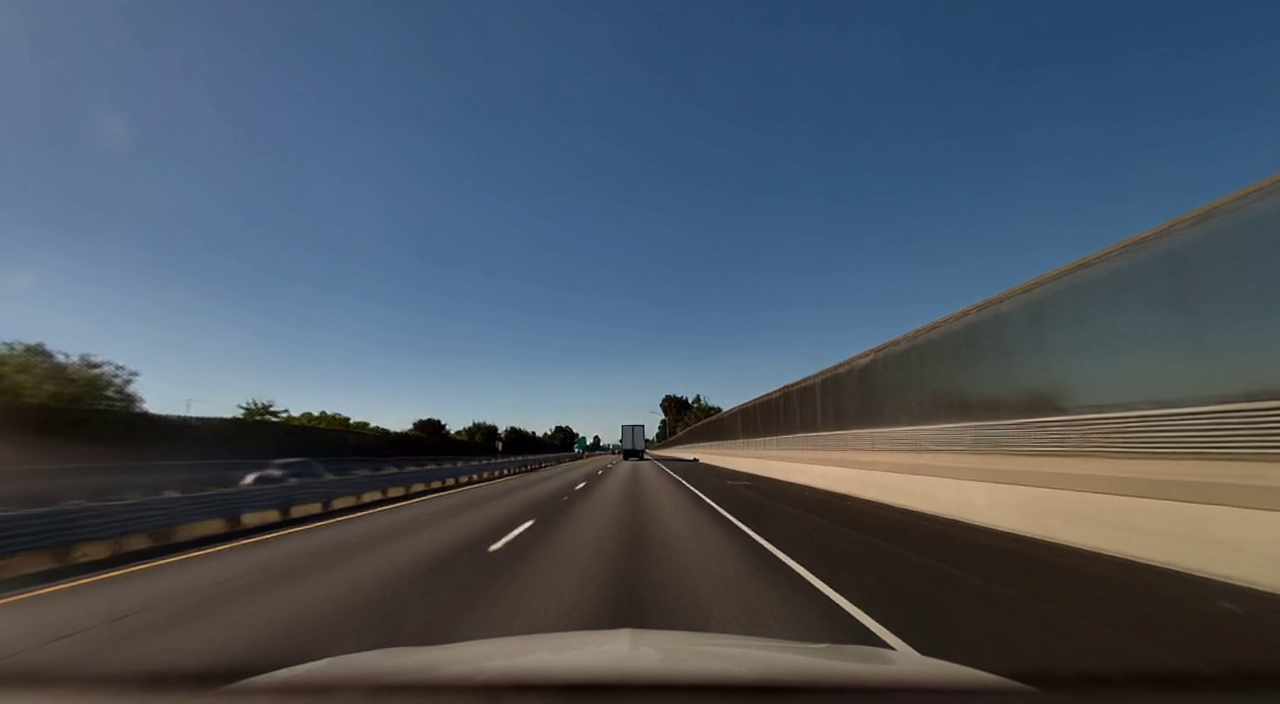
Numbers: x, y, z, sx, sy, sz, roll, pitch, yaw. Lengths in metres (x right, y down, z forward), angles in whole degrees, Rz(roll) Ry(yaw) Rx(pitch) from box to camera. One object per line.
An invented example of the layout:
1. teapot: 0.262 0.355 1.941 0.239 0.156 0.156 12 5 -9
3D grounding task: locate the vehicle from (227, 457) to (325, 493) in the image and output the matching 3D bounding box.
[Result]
1. vehicle: -16.490 5.566 28.875 1.870 1.460 4.357 0 -9 0
